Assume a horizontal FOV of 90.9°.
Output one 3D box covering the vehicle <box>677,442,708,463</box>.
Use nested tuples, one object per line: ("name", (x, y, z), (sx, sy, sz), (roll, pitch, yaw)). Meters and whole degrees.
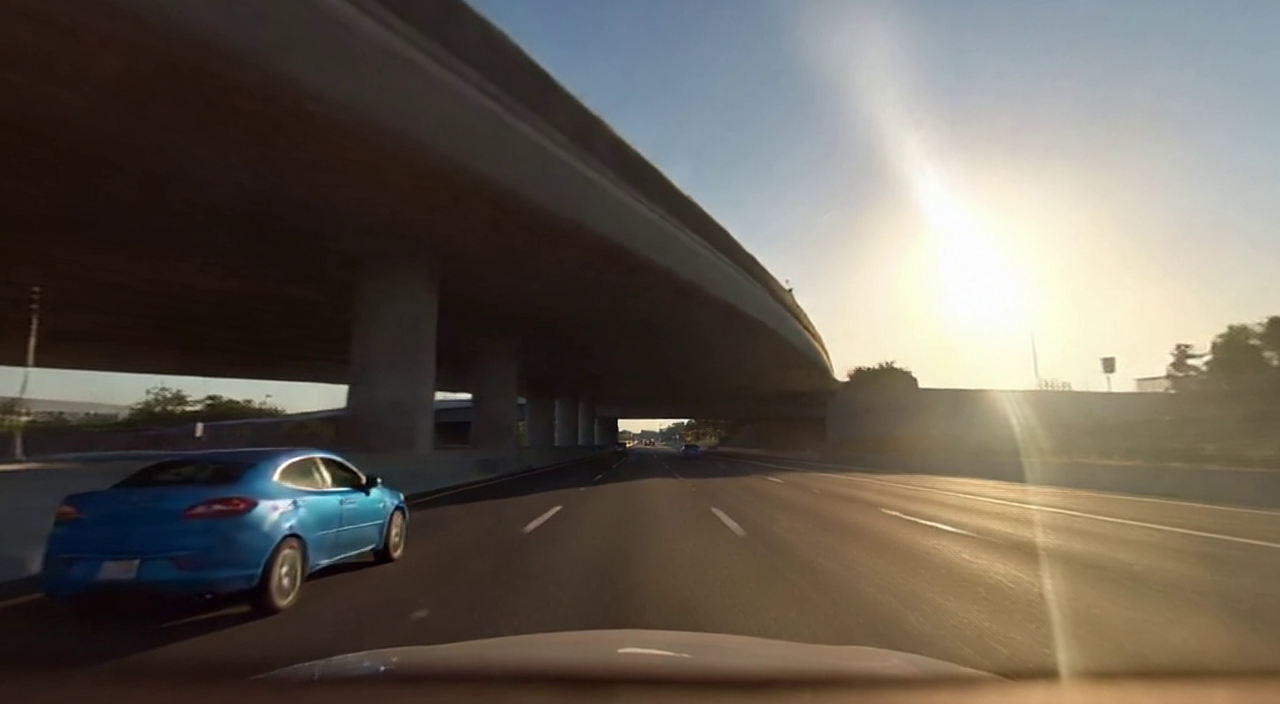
("vehicle", (3.991, 7.686, 48.605), (1.949, 1.515, 4.374), (0, -8, -1))
